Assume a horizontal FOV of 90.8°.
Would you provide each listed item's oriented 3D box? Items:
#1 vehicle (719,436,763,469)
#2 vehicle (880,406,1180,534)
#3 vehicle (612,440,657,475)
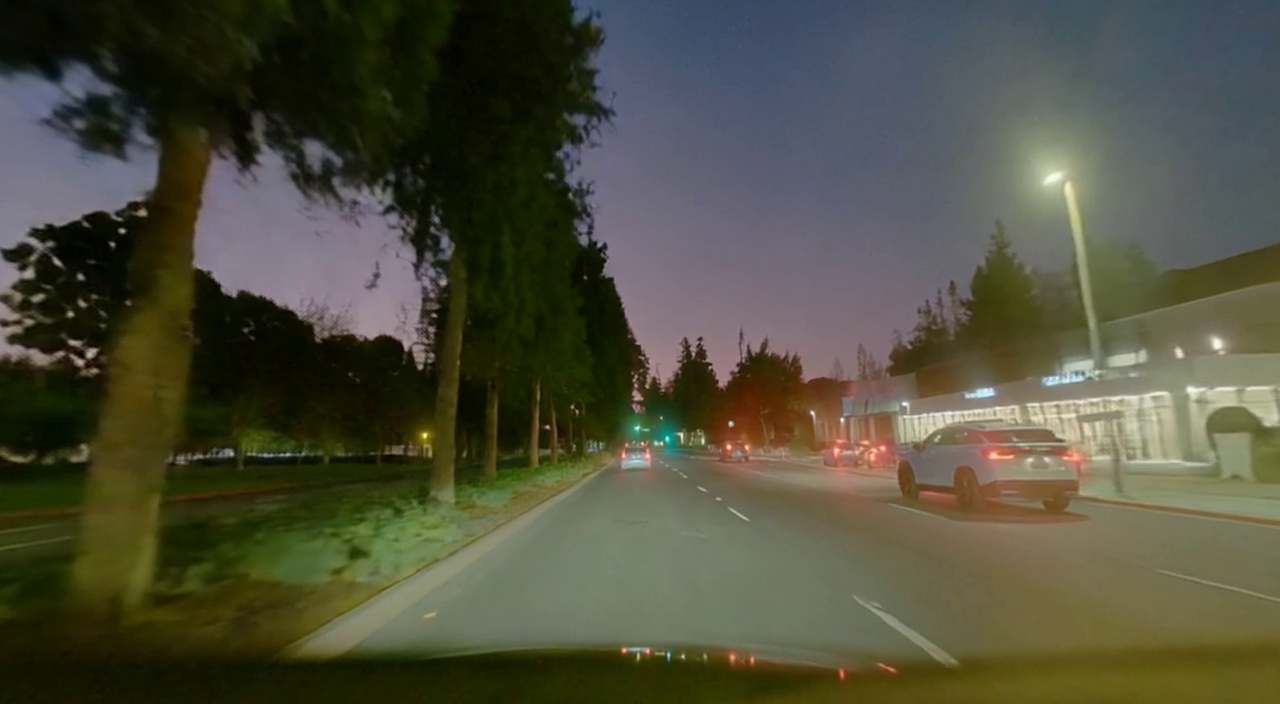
[{"bbox_3d":[6.030,6.089,38.389,1.955,1.845,4.538,0,-8,1],"label":"vehicle"},{"bbox_3d":[7.037,2.220,12.527,2.240,1.923,5.678,0,-8,-1],"label":"vehicle"},{"bbox_3d":[-0.270,5.061,30.507,2.037,1.568,3.693,0,-8,0],"label":"vehicle"}]
